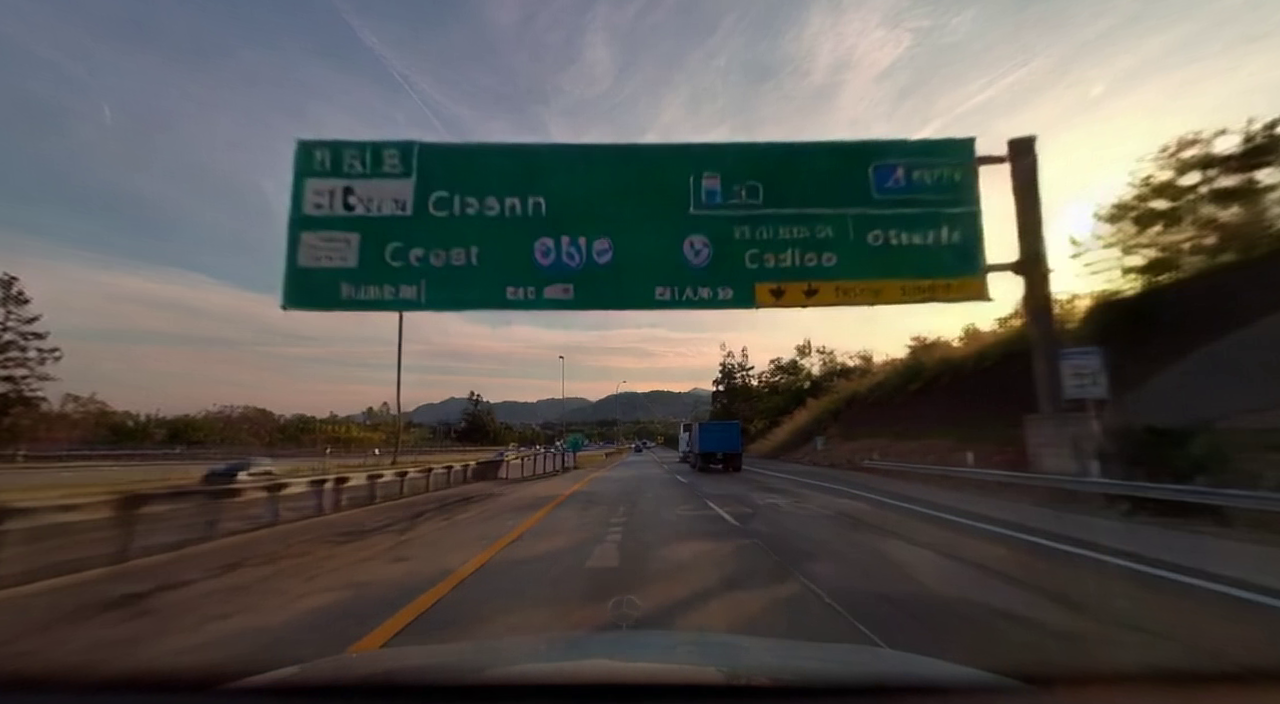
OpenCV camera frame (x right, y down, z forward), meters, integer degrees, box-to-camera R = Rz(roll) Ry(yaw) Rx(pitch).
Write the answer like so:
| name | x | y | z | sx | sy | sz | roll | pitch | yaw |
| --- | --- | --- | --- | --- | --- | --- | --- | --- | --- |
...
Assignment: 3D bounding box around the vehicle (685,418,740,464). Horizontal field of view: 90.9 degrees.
| name | x | y | z | sx | sy | sz | roll | pitch | yaw |
| --- | --- | --- | --- | --- | --- | --- | --- | --- | --- |
| vehicle | 4.202 | 5.342 | 37.831 | 2.430 | 2.495 | 6.062 | 0 | -8 | -2 |
